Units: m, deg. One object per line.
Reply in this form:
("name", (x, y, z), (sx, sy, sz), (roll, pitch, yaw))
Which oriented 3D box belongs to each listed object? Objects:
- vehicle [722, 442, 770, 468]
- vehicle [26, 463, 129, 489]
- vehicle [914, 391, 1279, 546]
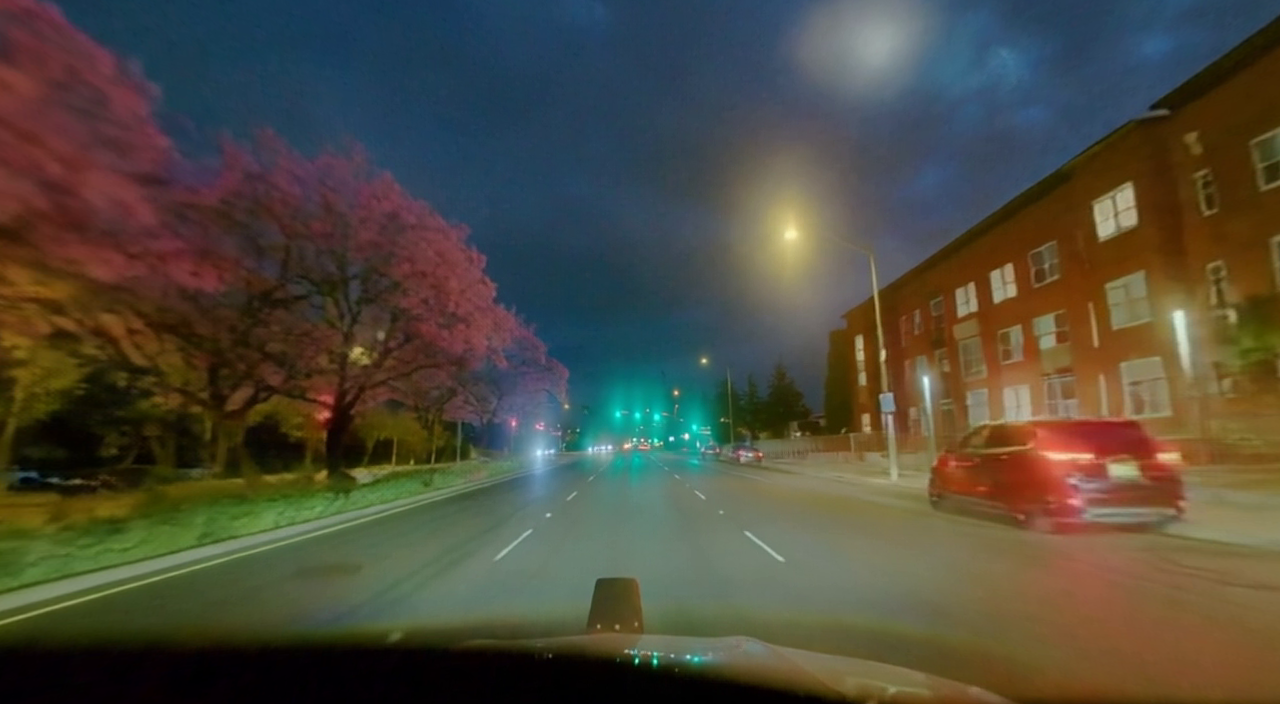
("vehicle", (6.470, 6.358, 39.235), (1.891, 1.456, 4.909), (0, -9, -3))
("vehicle", (-34.022, 7.502, 38.327), (4.077, 1.429, 1.997), (3, -9, -18))
("vehicle", (6.941, 1.807, 10.392), (2.450, 1.892, 5.107), (0, -9, -2))
